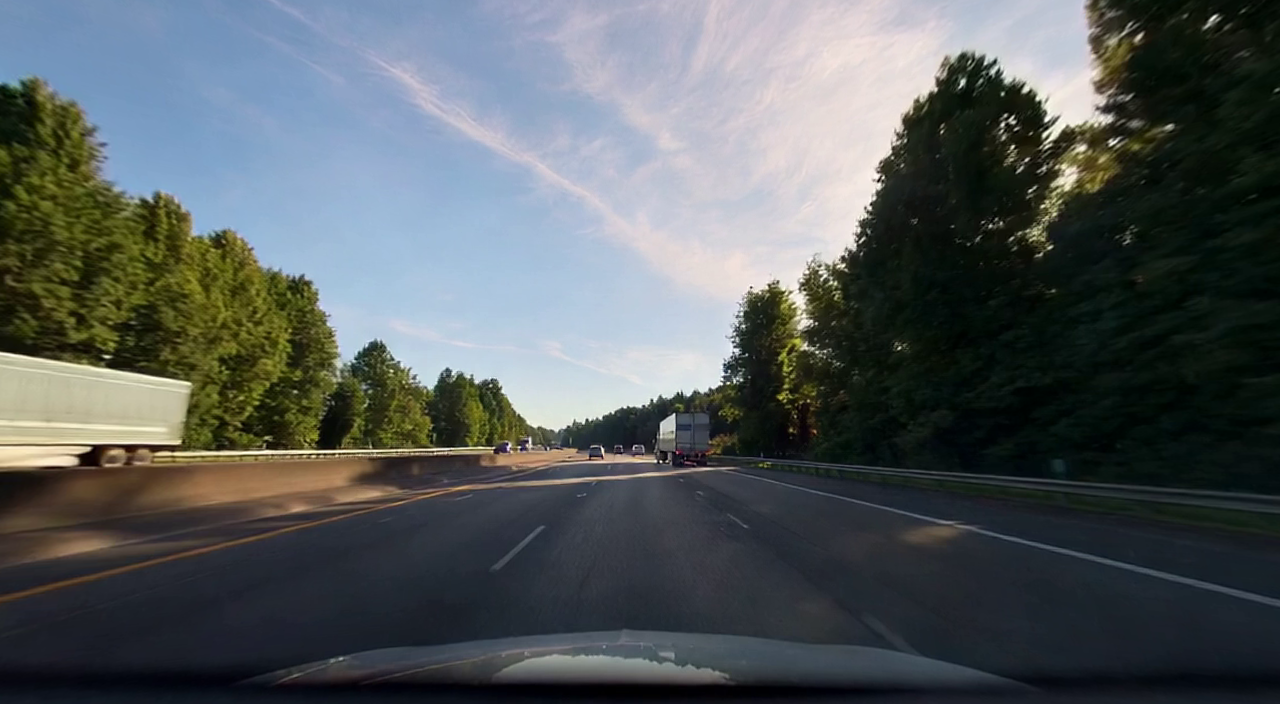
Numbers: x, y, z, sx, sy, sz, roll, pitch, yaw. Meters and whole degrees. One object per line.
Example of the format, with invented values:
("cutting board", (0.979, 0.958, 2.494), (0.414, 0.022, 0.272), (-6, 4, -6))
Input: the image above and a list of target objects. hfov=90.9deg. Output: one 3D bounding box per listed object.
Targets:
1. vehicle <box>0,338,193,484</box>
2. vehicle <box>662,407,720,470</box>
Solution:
("vehicle", (-19.648, 1.797, 18.674), (2.950, 4.110, 13.491), (0, -9, 0))
("vehicle", (3.495, 6.557, 47.095), (2.950, 4.033, 13.276), (0, -9, -1))
